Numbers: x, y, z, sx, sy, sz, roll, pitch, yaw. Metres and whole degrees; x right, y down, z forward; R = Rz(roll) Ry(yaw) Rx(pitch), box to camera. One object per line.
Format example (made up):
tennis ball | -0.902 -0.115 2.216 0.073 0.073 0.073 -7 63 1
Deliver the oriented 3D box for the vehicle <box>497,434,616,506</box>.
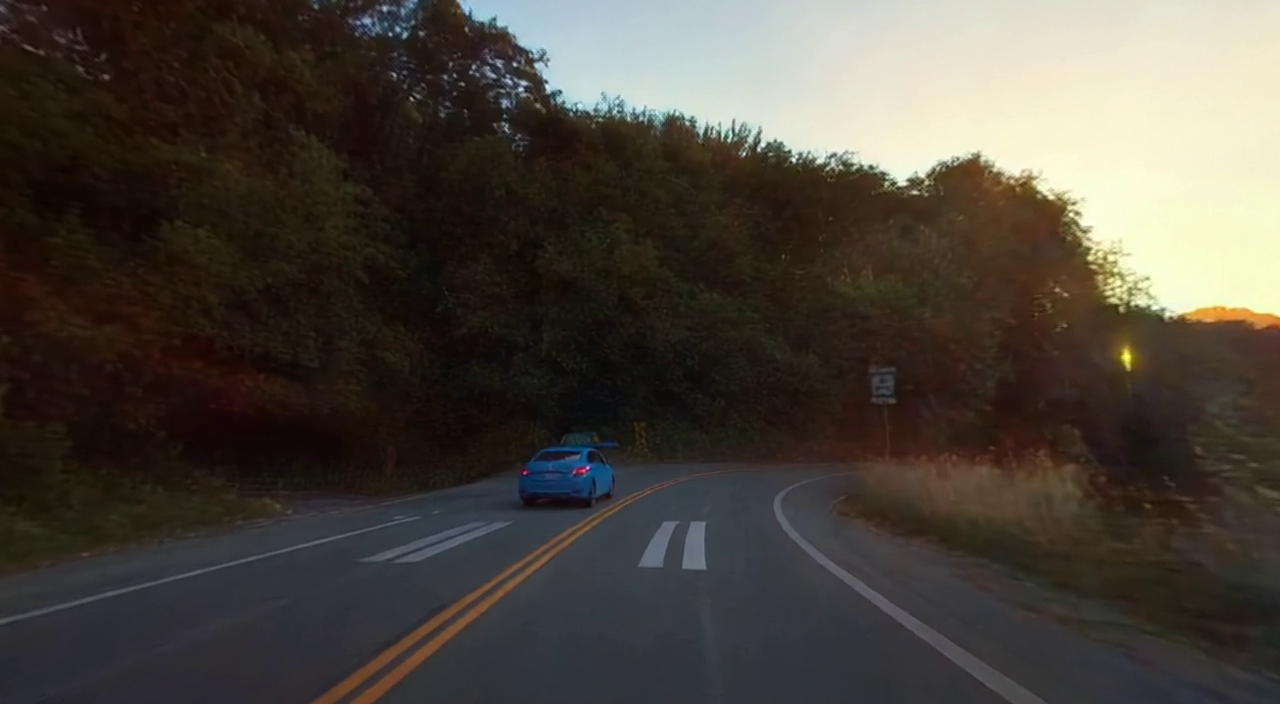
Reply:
vehicle | -1.972 2.987 16.259 2.078 1.607 3.959 -1 -9 7
